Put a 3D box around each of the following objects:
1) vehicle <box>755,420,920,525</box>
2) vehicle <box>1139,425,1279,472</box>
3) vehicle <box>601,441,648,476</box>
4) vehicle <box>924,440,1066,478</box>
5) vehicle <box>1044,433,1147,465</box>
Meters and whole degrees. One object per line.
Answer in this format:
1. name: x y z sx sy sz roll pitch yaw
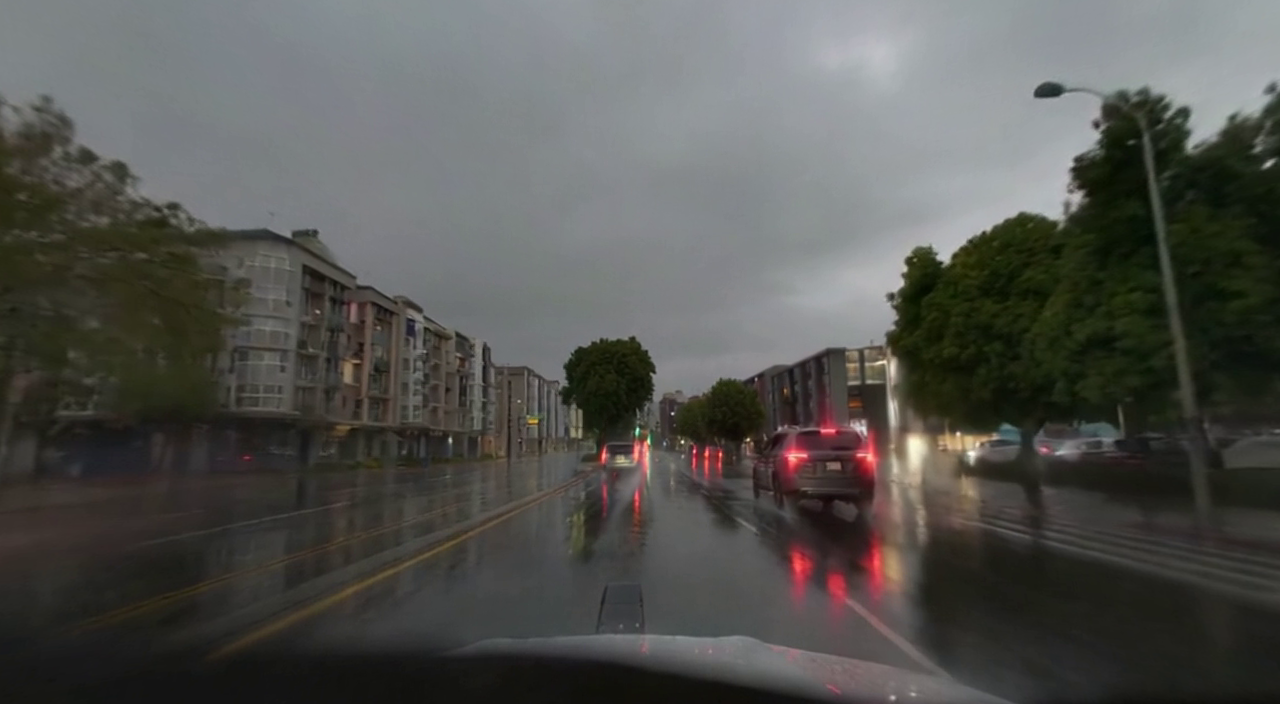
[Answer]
1. vehicle: 3.635 2.298 12.507 1.949 1.723 4.020 0 -8 0
2. vehicle: 25.723 4.262 28.015 5.429 1.787 2.125 -2 -9 -4
3. vehicle: -0.630 4.839 28.931 2.006 1.487 3.535 0 -8 1
4. vehicle: 14.566 4.402 26.101 4.607 1.466 2.053 0 -9 -3
5. vehicle: 26.275 5.619 36.535 4.330 1.748 1.961 0 -8 1
